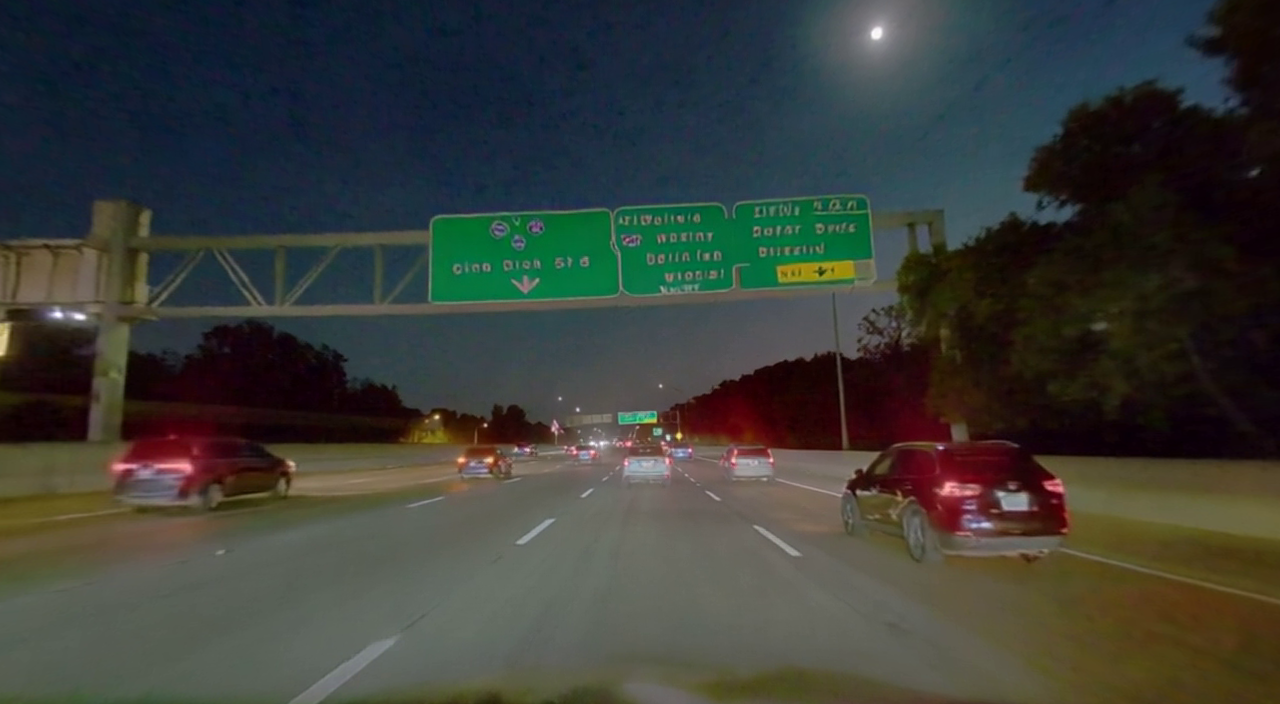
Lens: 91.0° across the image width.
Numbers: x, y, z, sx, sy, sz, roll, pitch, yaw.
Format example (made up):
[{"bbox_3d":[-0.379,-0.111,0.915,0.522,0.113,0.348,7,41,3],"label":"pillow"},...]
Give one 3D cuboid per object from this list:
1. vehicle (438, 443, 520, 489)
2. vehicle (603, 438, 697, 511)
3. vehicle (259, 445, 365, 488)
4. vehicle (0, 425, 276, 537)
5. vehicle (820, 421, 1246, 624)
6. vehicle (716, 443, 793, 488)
[{"bbox_3d":[-6.012,4.290,24.097,2.014,1.587,4.265,0,-8,0],"label":"vehicle"},{"bbox_3d":[0.217,2.953,15.693,2.044,1.554,3.824,0,-8,0],"label":"vehicle"},{"bbox_3d":[-13.955,4.848,27.170,2.094,1.662,4.486,0,-8,0],"label":"vehicle"},{"bbox_3d":[-10.017,2.503,12.954,1.978,1.821,4.975,-1,-8,1],"label":"vehicle"},{"bbox_3d":[3.584,1.595,6.856,2.044,1.523,3.947,0,-8,0],"label":"vehicle"},{"bbox_3d":[4.211,4.236,23.950,2.002,1.499,4.710,0,-8,-1],"label":"vehicle"}]
